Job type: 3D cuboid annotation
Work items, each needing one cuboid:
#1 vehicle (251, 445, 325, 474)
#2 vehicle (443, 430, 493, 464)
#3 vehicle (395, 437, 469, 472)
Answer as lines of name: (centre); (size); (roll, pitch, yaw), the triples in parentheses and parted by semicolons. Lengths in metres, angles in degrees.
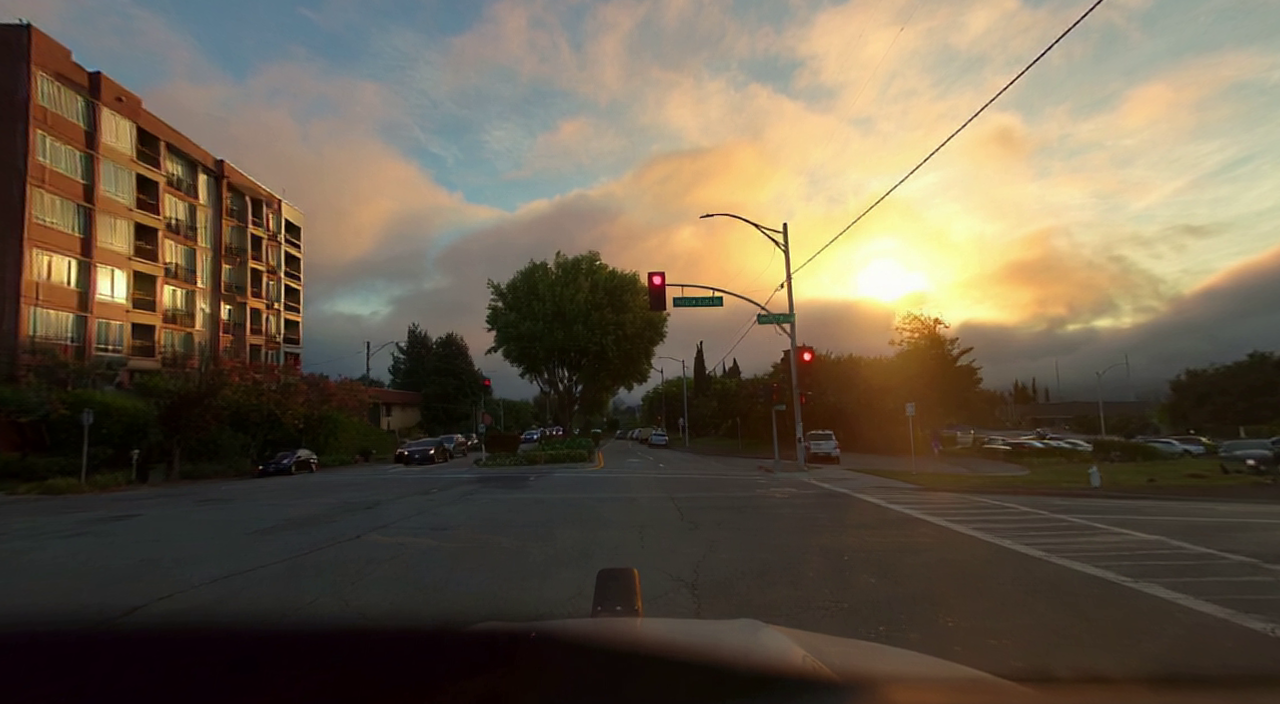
vehicle: (-21.111, 6.451, 38.092); (1.981, 1.628, 4.336); (0, -9, -1)
vehicle: (-9.782, 5.456, 36.186); (1.910, 1.818, 4.057); (0, -9, -3)
vehicle: (-9.683, 4.802, 29.790); (2.116, 1.521, 4.294); (0, -9, -1)
